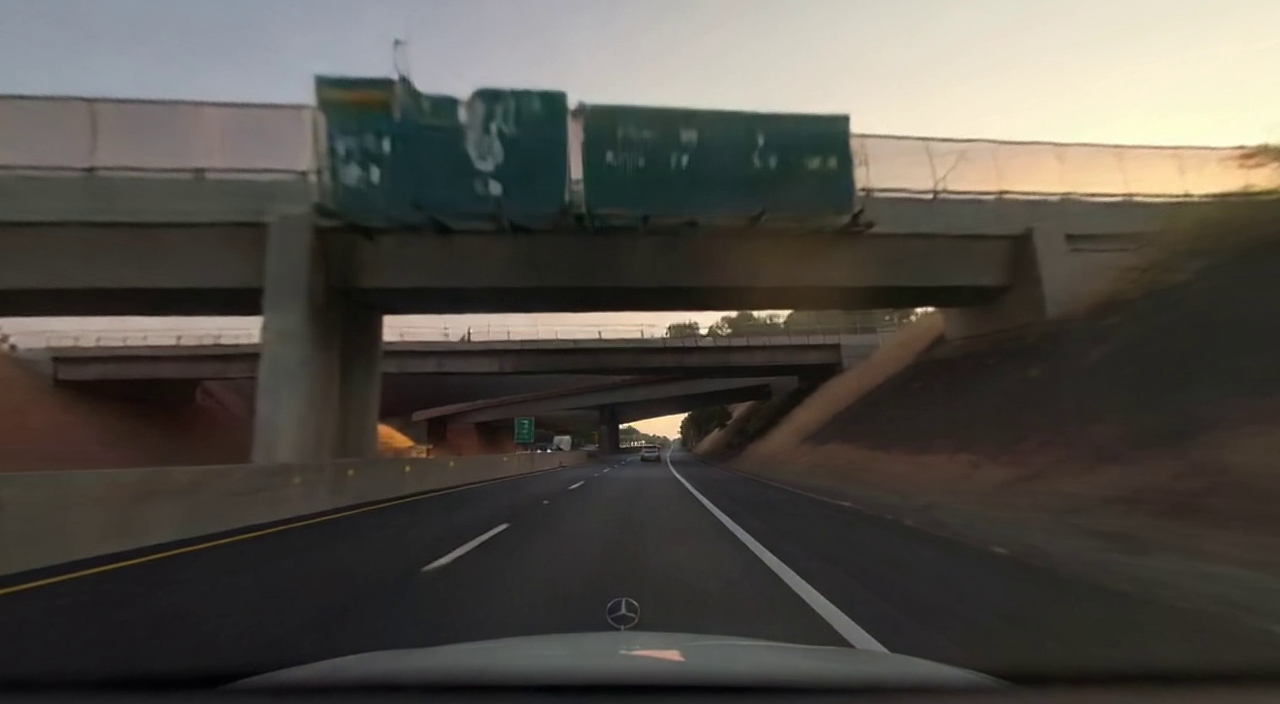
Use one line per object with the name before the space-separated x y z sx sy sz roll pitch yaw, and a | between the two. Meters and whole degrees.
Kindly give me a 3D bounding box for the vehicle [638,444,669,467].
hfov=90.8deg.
vehicle | 1.000 7.788 47.503 2.221 1.603 4.149 0 -9 1
